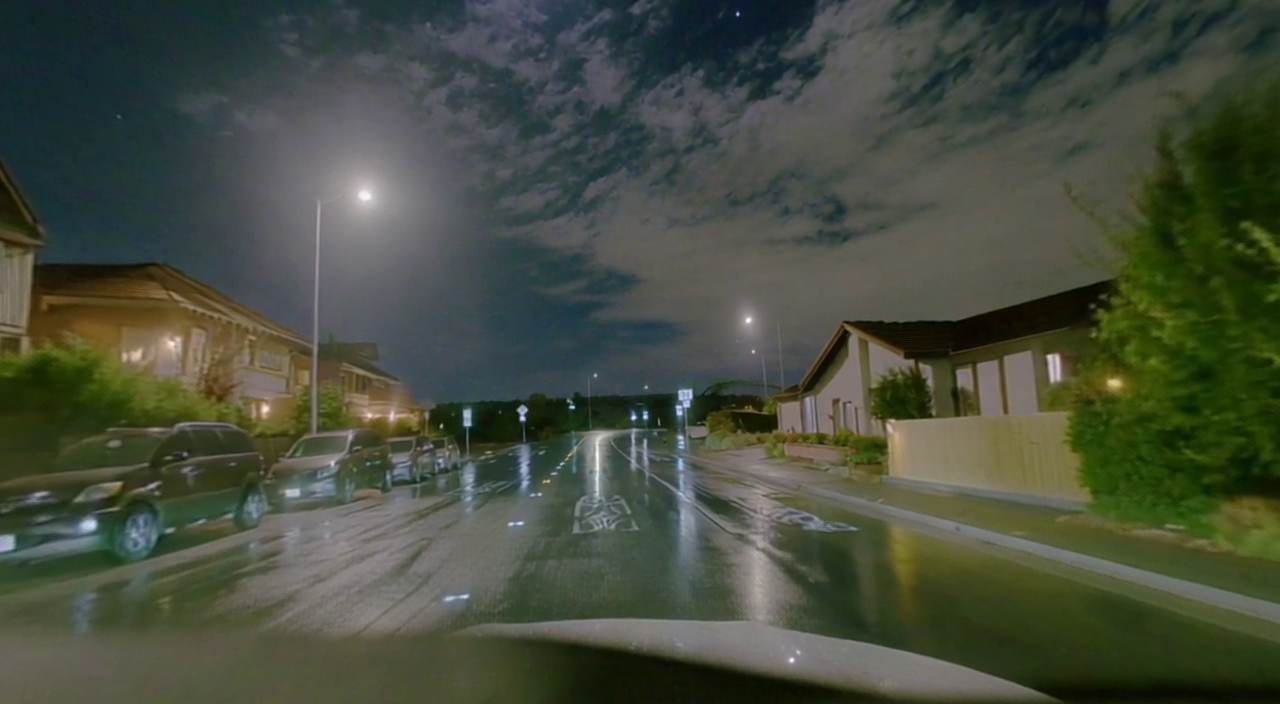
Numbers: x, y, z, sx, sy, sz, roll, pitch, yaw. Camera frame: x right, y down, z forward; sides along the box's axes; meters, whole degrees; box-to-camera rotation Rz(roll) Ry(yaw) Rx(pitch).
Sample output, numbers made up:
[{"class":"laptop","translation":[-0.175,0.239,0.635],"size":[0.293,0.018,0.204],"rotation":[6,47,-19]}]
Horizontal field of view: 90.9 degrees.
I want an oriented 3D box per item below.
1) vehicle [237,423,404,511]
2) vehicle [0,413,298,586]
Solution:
[{"class":"vehicle","translation":[-7.327,2.637,15.064],"size":[1.865,1.750,4.507],"rotation":[0,-8,-4]},{"class":"vehicle","translation":[-6.826,1.808,8.682],"size":[2.147,1.780,4.165],"rotation":[0,-8,-5]}]
